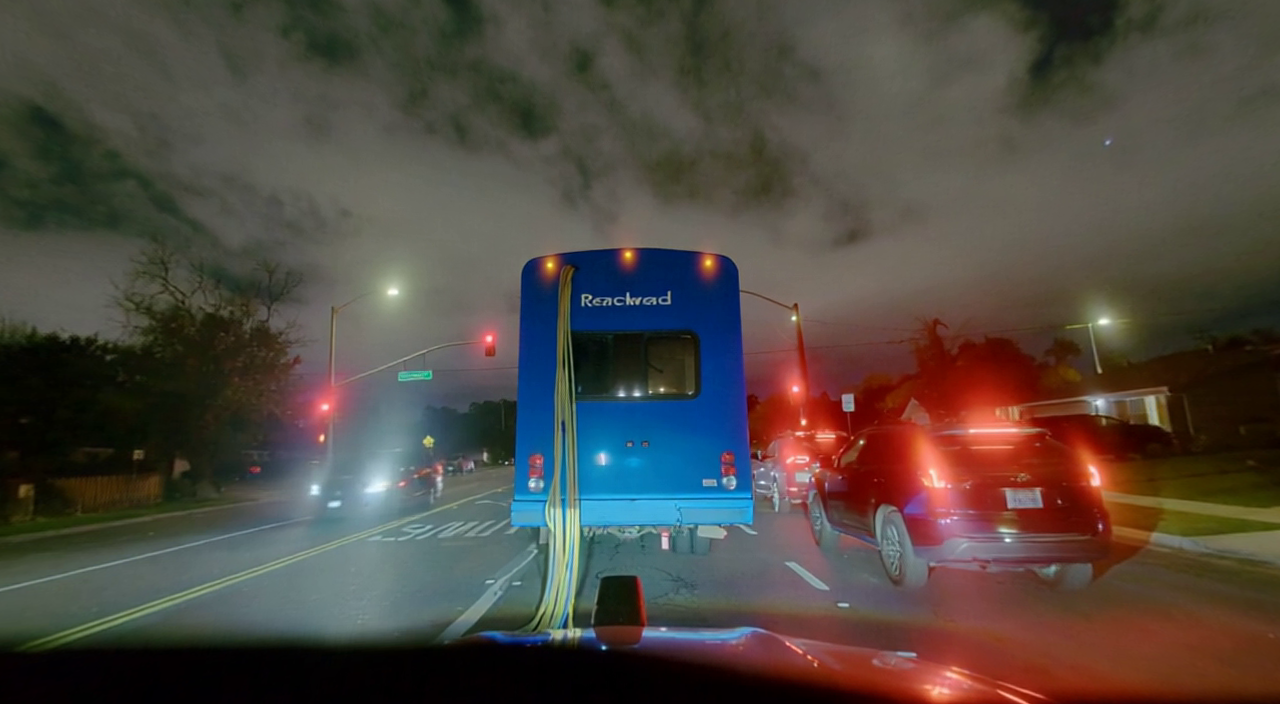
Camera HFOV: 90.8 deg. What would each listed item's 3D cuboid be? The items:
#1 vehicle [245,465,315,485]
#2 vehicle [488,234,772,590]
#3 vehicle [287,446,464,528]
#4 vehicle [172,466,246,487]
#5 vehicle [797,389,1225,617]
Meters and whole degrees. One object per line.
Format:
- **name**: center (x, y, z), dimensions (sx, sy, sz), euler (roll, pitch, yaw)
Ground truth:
- **vehicle**: center (-27.408, 9.364, 48.144), dimensions (4.187, 1.445, 1.809), euler (0, -9, 0)
- **vehicle**: center (-0.100, 1.133, 10.327), dimensions (2.709, 3.511, 8.213), euler (0, -9, 0)
- **vehicle**: center (-5.581, 2.865, 14.139), dimensions (1.979, 1.483, 4.668), euler (0, -9, -1)
- **vehicle**: center (-32.686, 9.415, 47.960), dimensions (4.311, 1.458, 1.707), euler (0, -9, -3)
- **vehicle**: center (3.411, 1.493, 7.137), dimensions (2.104, 1.735, 4.408), euler (0, -9, 0)
